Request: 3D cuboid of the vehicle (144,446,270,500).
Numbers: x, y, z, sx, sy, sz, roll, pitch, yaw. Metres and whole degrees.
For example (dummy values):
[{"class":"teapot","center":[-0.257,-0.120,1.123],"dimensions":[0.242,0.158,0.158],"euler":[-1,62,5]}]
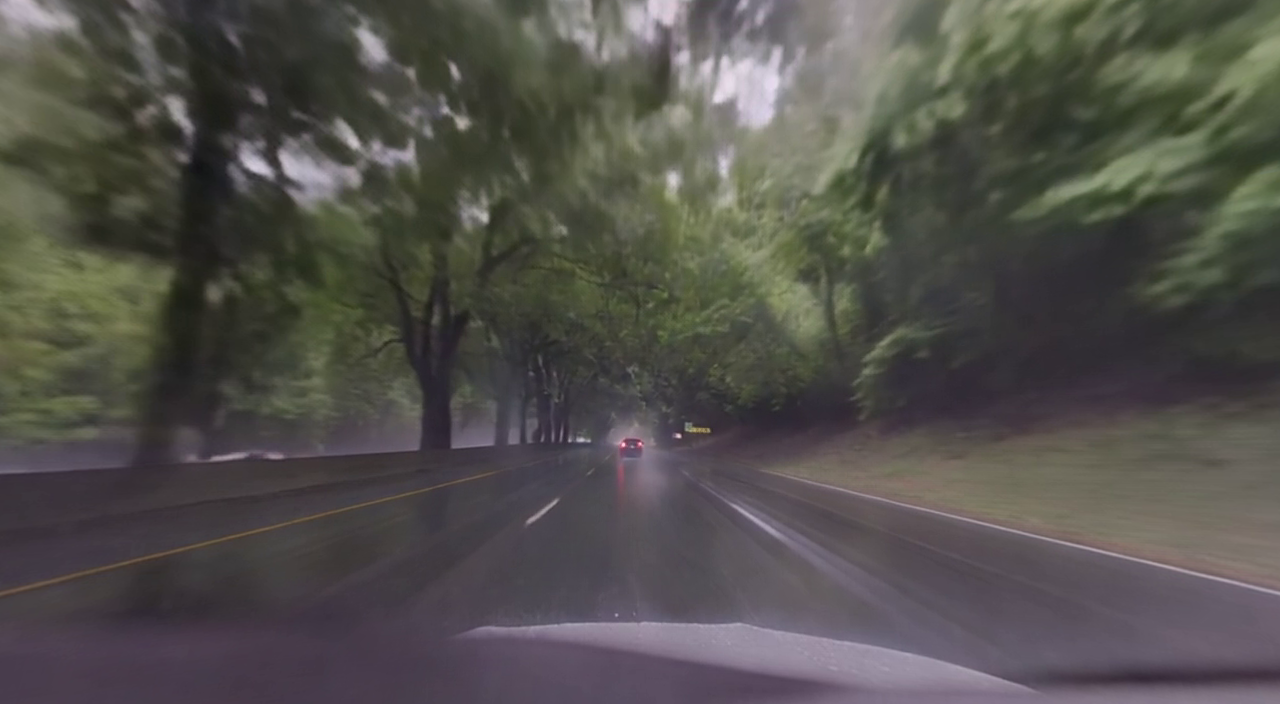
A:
[{"class":"vehicle","center":[-16.331,4.529,24.040],"dimensions":[1.938,1.793,4.055],"euler":[0,-8,-1]}]
